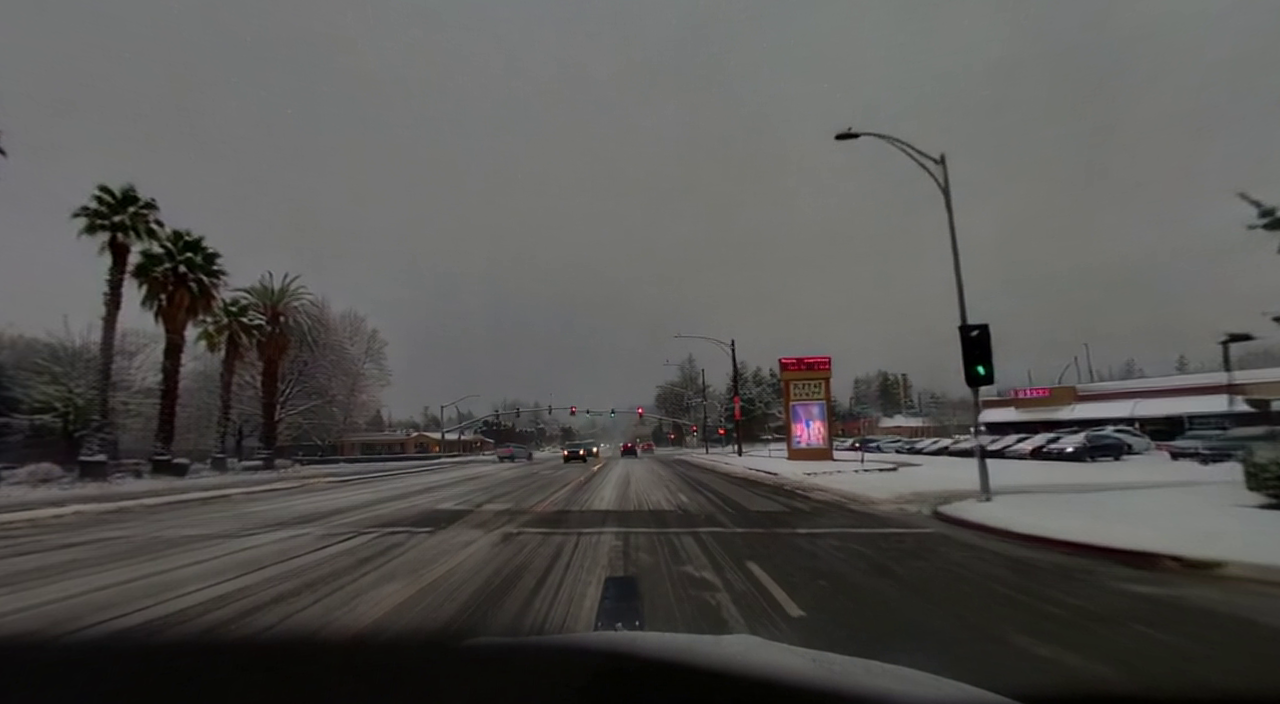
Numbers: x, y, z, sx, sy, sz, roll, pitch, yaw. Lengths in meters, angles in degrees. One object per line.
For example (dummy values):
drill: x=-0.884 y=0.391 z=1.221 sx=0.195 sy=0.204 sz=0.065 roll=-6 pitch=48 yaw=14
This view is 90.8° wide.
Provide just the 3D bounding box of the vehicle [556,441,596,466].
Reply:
vehicle: x=-4.004 y=6.422 z=40.214 sx=2.181 sy=1.483 sz=4.123 roll=0 pitch=-9 yaw=-1

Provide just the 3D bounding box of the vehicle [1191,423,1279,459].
vehicle: x=27.175 y=3.828 z=27.063 sx=4.809 sy=1.499 sz=2.130 roll=-4 pitch=-10 yaw=23

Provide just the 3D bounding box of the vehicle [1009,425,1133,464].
vehicle: x=20.534 y=4.458 z=30.378 sx=4.548 sy=1.741 sz=1.971 roll=-4 pitch=-10 yaw=25

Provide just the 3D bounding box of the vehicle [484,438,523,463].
vehicle: x=-10.407 y=7.533 z=48.377 sx=2.022 sy=1.746 sz=4.406 roll=0 pitch=-9 yaw=0

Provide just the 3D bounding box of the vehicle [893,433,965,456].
vehicle: x=20.997 y=6.759 z=45.894 sx=4.505 sy=1.584 sz=2.015 roll=-5 pitch=-10 yaw=27
